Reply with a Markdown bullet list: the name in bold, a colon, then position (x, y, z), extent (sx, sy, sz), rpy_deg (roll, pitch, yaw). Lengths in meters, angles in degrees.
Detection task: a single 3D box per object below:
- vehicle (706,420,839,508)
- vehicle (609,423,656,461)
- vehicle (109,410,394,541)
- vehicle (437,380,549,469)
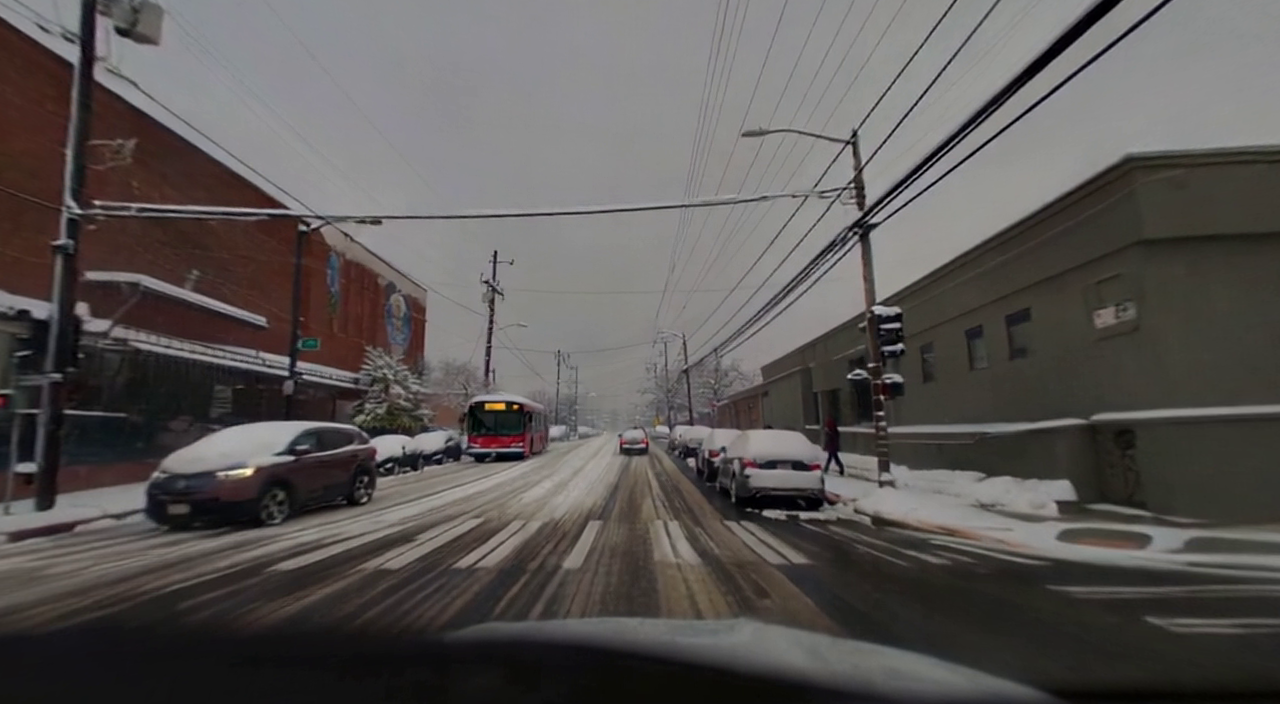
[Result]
- **vehicle**: position (2.937, 2.664, 15.161), extent (2.171, 1.751, 4.373), rpy_deg (1, -10, -1)
- **vehicle**: position (-0.401, 4.520, 31.886), extent (2.190, 1.783, 4.048), rpy_deg (0, -8, -1)
- **vehicle**: position (-7.188, 2.325, 12.741), extent (2.127, 2.034, 5.559), rpy_deg (0, -8, 1)
- **vehicle**: position (-6.480, 3.646, 30.334), extent (3.297, 3.342, 12.875), rpy_deg (1, -8, -5)
